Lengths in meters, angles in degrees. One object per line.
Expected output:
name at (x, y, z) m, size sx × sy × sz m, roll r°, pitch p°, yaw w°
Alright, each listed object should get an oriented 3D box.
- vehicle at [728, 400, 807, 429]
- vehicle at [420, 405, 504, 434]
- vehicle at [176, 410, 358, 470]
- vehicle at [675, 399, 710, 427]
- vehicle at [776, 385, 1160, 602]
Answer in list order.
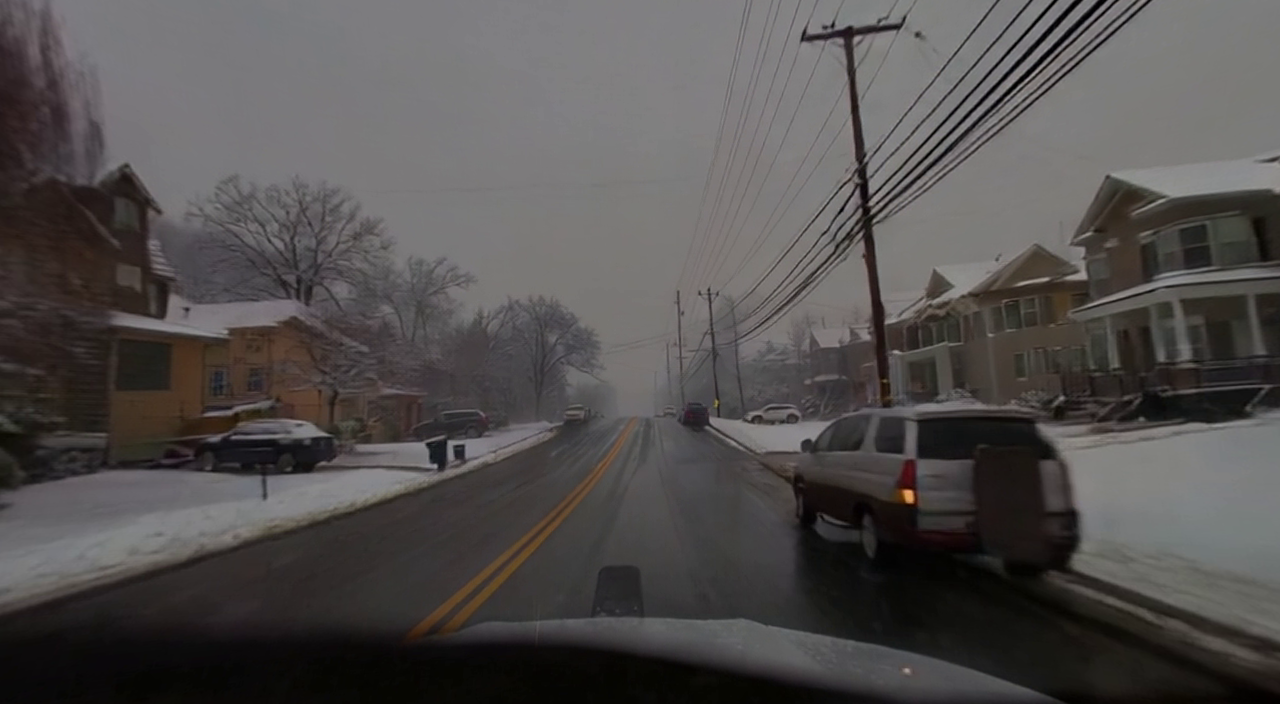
vehicle at (8.375, 4.175, 41.817) m, size 4.893 × 1.642 × 1.874 m, roll -2°, pitch -9°, yaw 5°
vehicle at (-10.927, 4.184, 38.832) m, size 4.484 × 1.538 × 1.901 m, roll 3°, pitch -7°, yaw 4°
vehicle at (-11.785, 2.810, 20.119) m, size 4.525 × 1.797 × 2.024 m, roll -1°, pitch -8°, yaw 4°
vehicle at (3.874, 4.567, 47.391) m, size 2.277 × 1.917 × 5.495 m, roll 0°, pitch -5°, yaw 1°
vehicle at (3.342, 1.487, 7.869) m, size 2.211 × 1.860 × 4.813 m, roll 0°, pitch -7°, yaw 0°
